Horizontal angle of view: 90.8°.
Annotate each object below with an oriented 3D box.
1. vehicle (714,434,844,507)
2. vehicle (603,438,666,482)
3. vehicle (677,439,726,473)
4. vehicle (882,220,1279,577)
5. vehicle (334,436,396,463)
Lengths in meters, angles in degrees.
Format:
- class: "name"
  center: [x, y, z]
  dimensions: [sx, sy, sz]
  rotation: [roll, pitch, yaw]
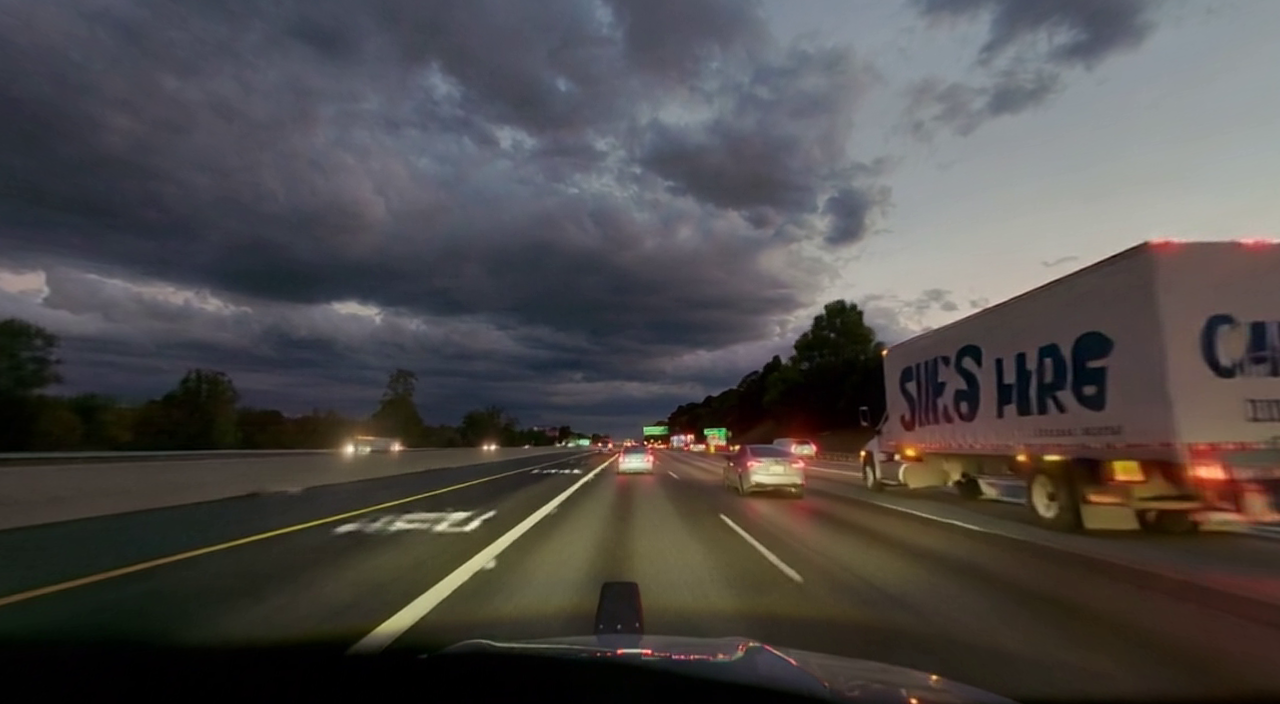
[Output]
- class: "vehicle"
  center: [3.213, 2.862, 15.711]
  dimensions: [1.993, 1.504, 4.781]
  rotation: [0, -9, -2]
- class: "vehicle"
  center: [-0.216, 3.918, 23.166]
  dimensions: [2.098, 1.475, 3.997]
  rotation: [0, -9, -1]
- class: "vehicle"
  center: [2.919, 5.040, 30.780]
  dimensions: [1.856, 1.517, 4.198]
  rotation: [0, -9, -2]
- class: "vehicle"
  center: [7.340, 1.051, 10.750]
  dimensions: [2.799, 3.655, 8.627]
  rotation: [0, -9, -1]
- class: "vehicle"
  center: [-18.190, 6.486, 42.098]
  dimensions: [2.149, 1.701, 4.541]
  rotation: [0, -9, -1]
